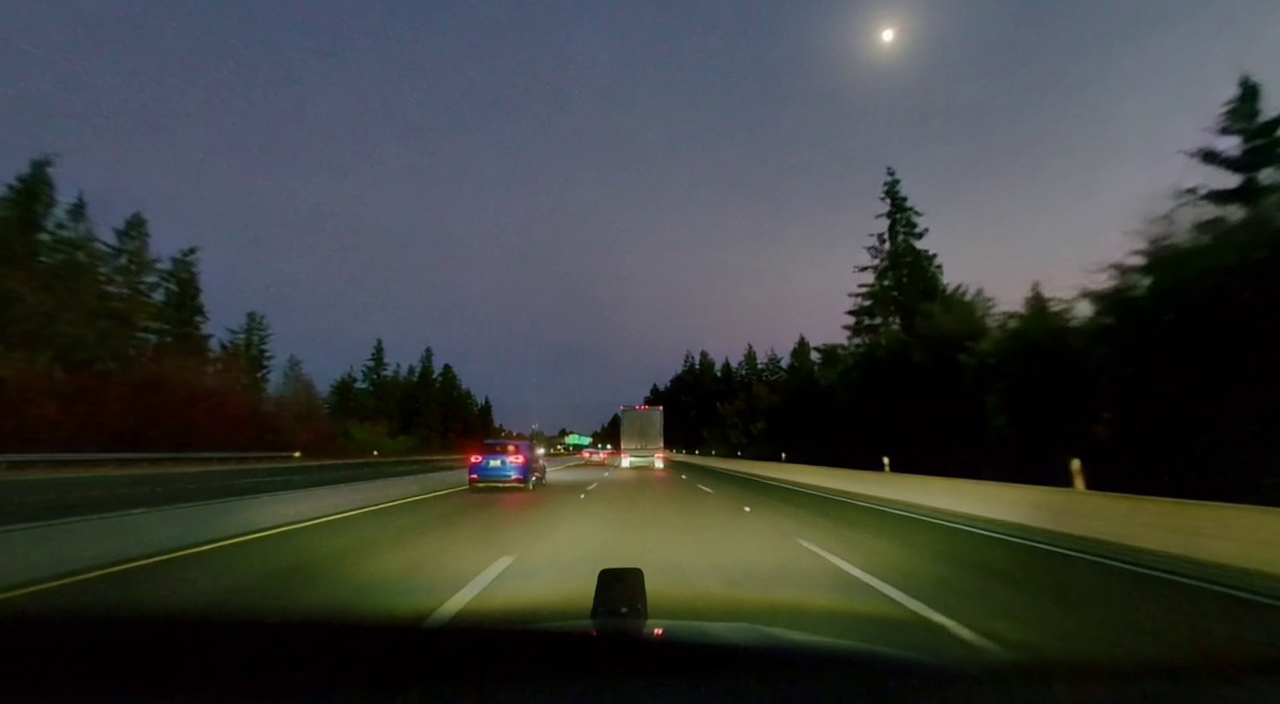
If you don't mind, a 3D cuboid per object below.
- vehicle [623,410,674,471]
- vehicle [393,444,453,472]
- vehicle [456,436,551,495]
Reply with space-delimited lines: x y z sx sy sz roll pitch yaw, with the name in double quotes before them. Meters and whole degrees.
"vehicle" 0.391 5.987 42.136 2.893 3.628 9.081 0 -9 -2
"vehicle" -12.555 6.163 36.745 1.908 1.502 4.513 0 -9 -1
"vehicle" -4.025 3.409 19.268 1.977 1.602 3.944 0 -9 0
